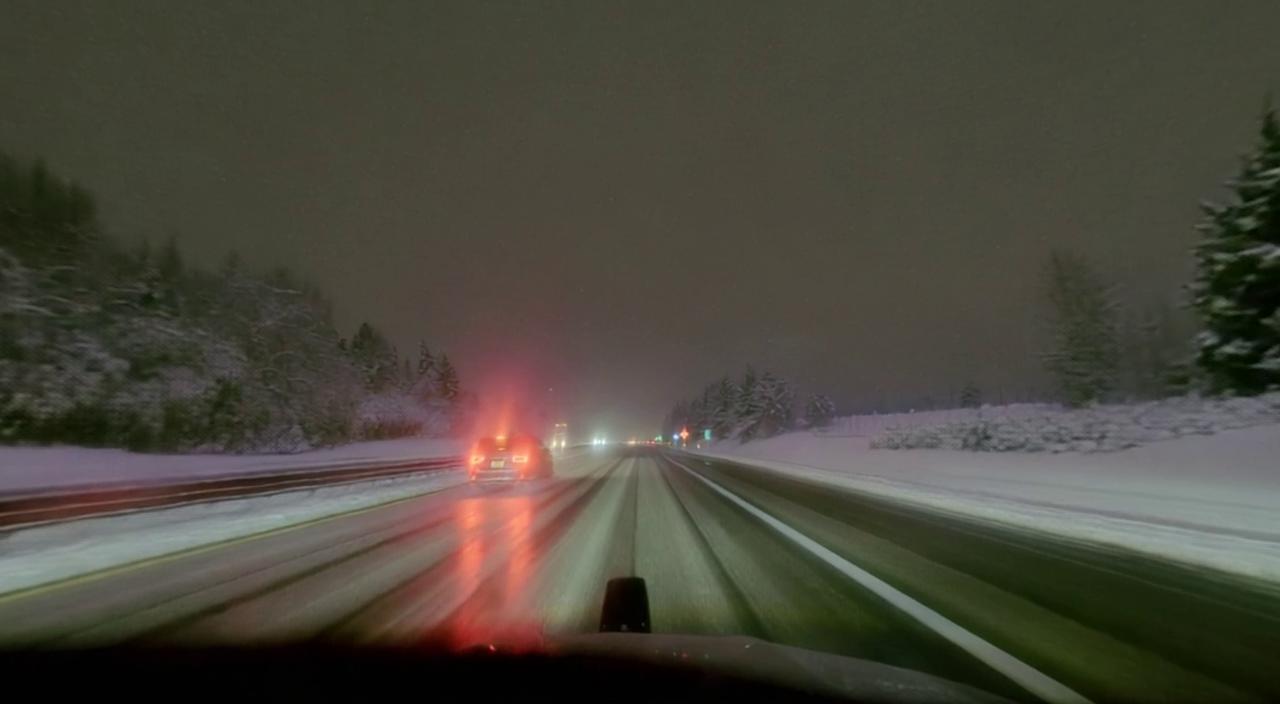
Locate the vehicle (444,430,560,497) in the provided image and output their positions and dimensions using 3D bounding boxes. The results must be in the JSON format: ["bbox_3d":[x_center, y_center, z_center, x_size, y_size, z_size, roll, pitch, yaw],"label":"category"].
[{"bbox_3d":[-3.487,2.896,16.782,2.051,1.531,4.250,0,-8,1],"label":"vehicle"}]
